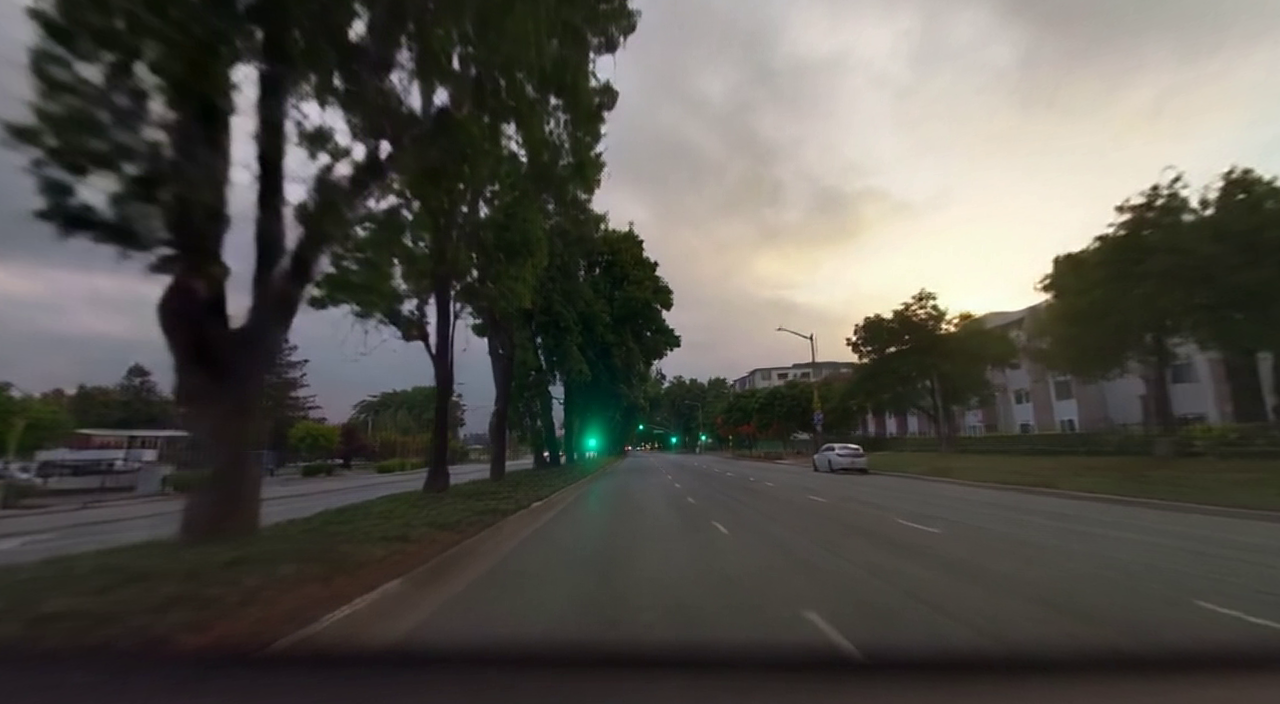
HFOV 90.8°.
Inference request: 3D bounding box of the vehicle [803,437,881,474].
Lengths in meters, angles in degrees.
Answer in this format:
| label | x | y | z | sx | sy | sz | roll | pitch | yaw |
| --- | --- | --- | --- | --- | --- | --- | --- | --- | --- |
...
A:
| label | x | y | z | sx | sy | sz | roll | pitch | yaw |
| --- | --- | --- | --- | --- | --- | --- | --- | --- | --- |
| vehicle | 9.971 | 5.157 | 31.696 | 2.051 | 1.726 | 4.898 | 0 | -9 | -3 |
